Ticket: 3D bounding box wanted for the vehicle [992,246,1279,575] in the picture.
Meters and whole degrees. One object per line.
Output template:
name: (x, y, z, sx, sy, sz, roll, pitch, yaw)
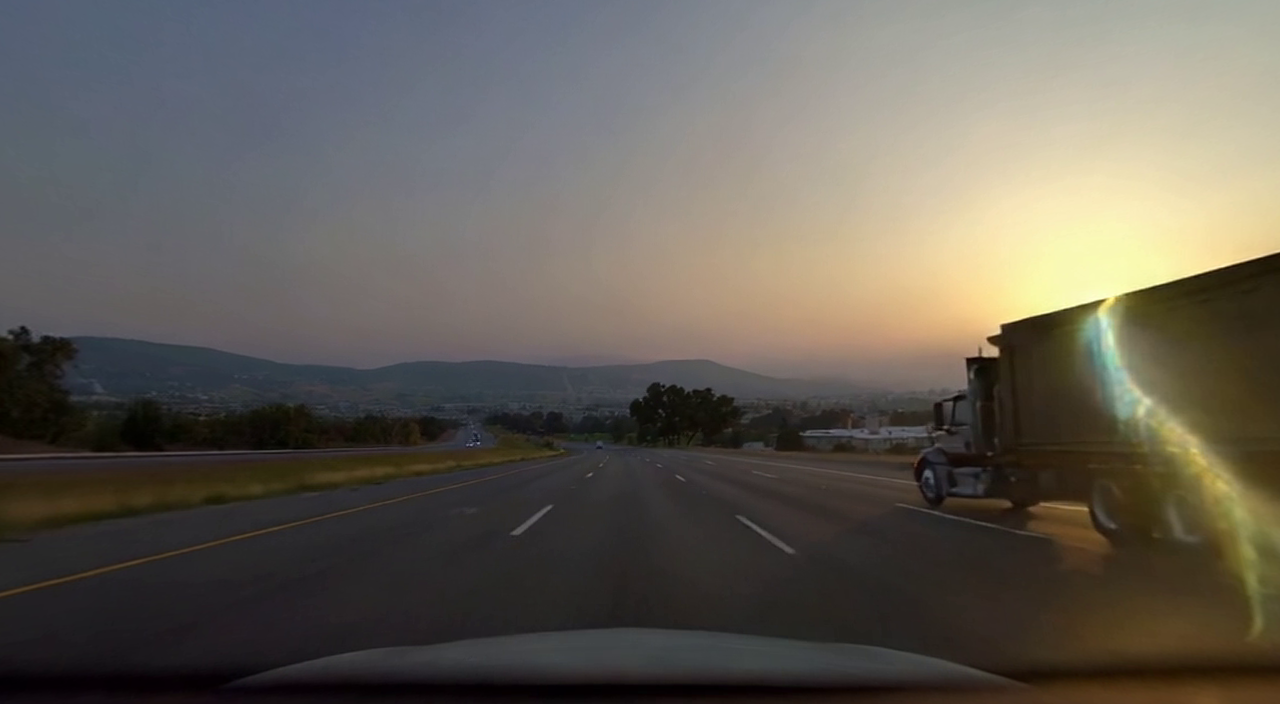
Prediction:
vehicle: (7.225, 0.668, 6.745, 2.627, 3.011, 7.287, 0, -8, 0)
